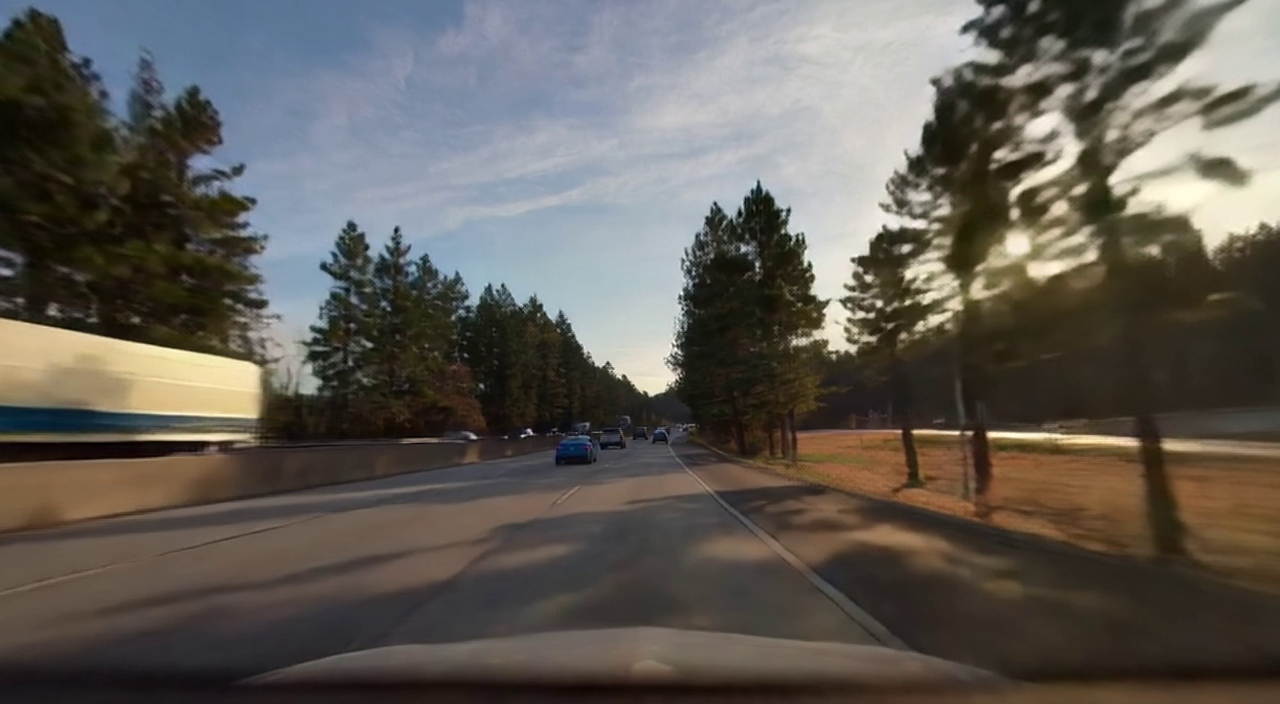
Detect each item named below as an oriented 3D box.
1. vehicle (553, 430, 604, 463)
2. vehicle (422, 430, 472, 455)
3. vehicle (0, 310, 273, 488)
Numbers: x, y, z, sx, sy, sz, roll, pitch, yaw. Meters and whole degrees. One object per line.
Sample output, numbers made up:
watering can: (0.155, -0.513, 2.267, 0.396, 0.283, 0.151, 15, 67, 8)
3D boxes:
vehicle: (-3.085, 4.900, 32.665, 2.053, 1.589, 4.671, 0, -8, 2)
vehicle: (-12.803, 6.035, 41.806, 1.939, 1.524, 4.056, 0, -8, 2)
vehicle: (-17.380, 1.459, 17.427, 3.250, 4.341, 18.494, 0, -8, 0)
